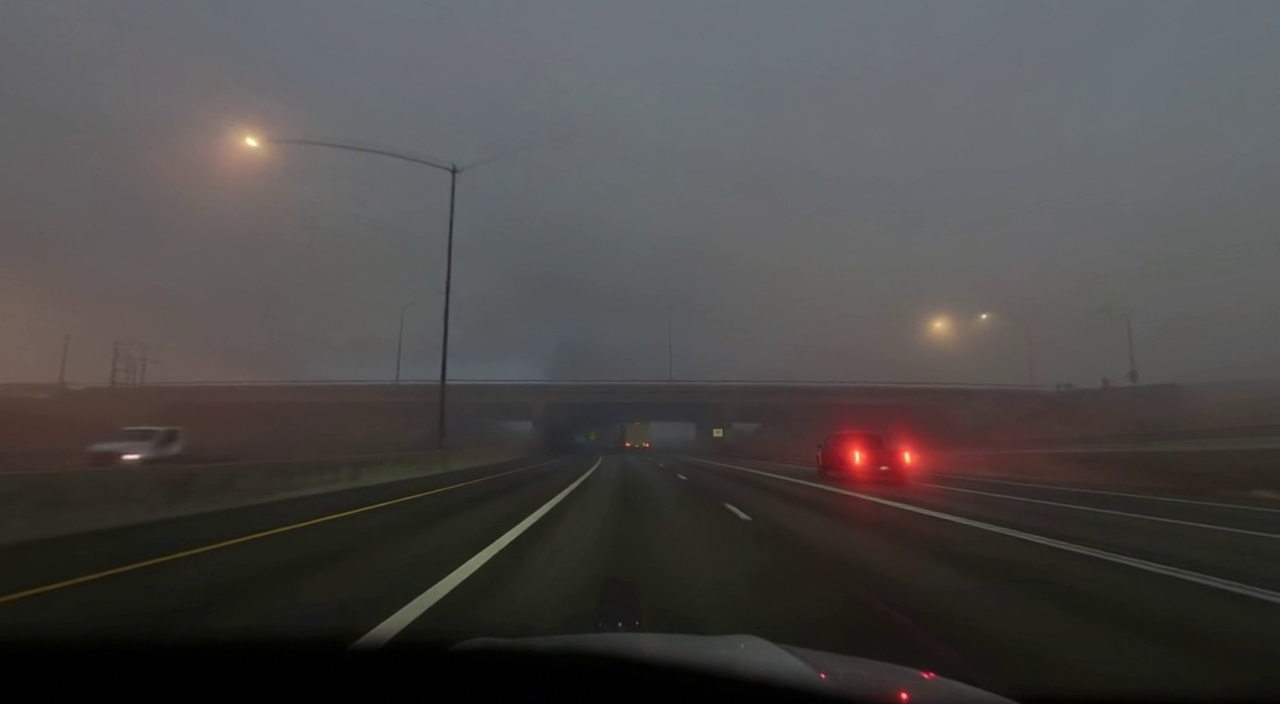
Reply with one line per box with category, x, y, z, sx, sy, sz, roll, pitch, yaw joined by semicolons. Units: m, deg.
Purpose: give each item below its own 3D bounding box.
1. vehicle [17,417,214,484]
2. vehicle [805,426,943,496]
vehicle;-18.566;3.547;22.901;2.304;2.114;5.659;0;-8;-1
vehicle;6.448;3.061;18.117;2.104;1.723;4.538;0;-8;-2
